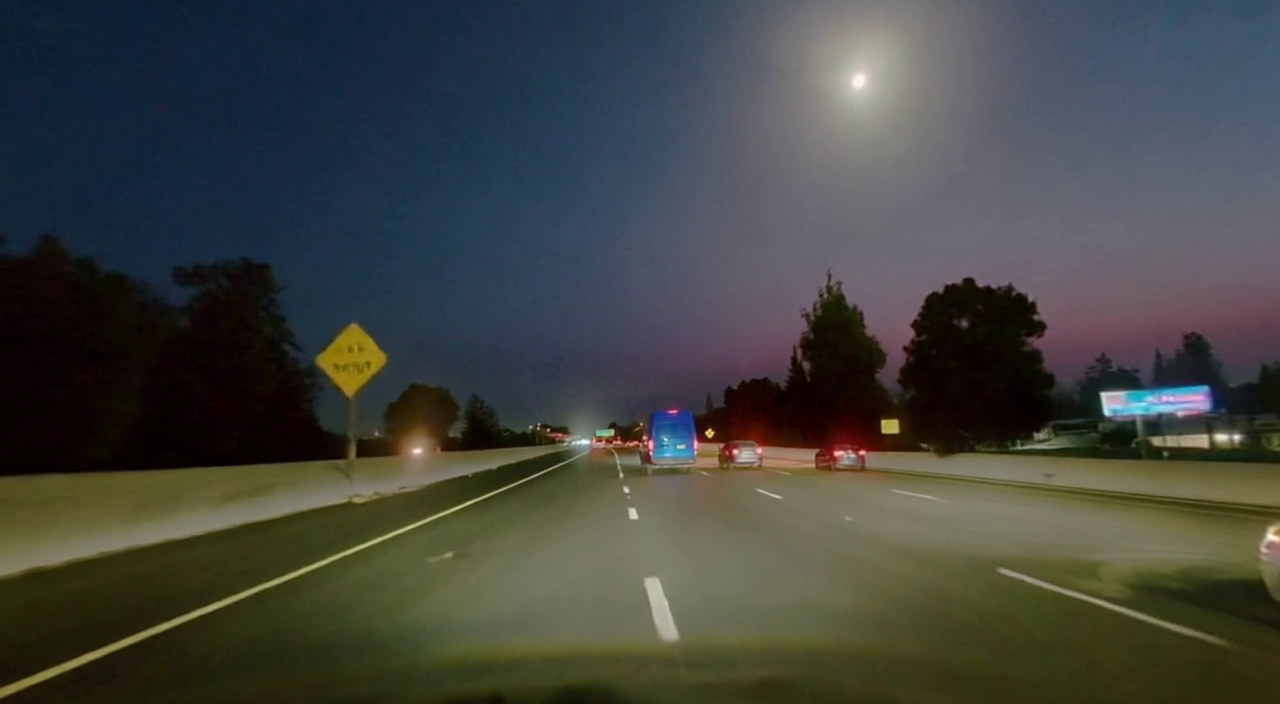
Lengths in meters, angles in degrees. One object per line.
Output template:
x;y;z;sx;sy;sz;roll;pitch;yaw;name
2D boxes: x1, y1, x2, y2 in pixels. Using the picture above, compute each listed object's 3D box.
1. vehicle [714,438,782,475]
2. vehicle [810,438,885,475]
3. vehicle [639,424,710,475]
4.679;4.584;27.786;2.099;1.510;3.784;0;-8;-4;vehicle
8.950;4.522;27.416;1.874;1.496;3.586;0;-8;-4;vehicle
1.402;4.380;28.398;2.546;2.087;5.404;0;-8;-4;vehicle
